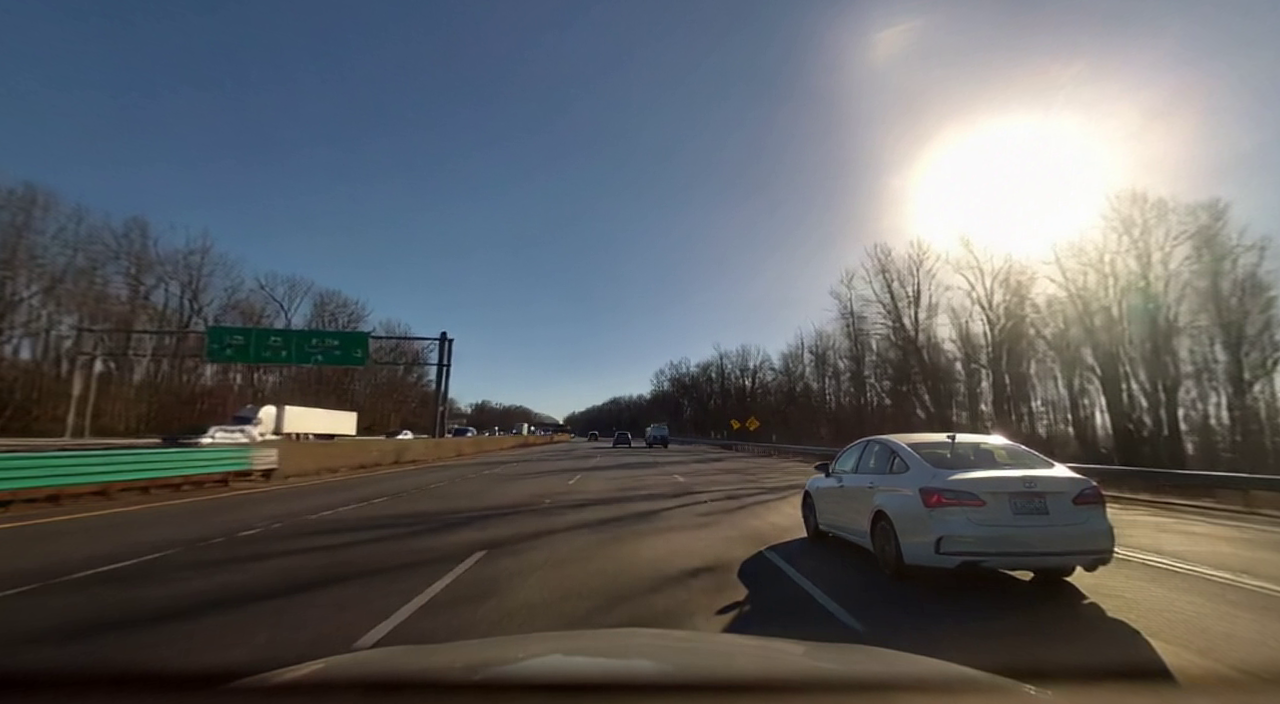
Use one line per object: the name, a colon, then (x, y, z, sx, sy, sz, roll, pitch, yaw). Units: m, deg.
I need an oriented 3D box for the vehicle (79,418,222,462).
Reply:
vehicle: (-18.484, 3.362, 24.063, 1.976, 1.523, 4.359, 0, -8, -1)
